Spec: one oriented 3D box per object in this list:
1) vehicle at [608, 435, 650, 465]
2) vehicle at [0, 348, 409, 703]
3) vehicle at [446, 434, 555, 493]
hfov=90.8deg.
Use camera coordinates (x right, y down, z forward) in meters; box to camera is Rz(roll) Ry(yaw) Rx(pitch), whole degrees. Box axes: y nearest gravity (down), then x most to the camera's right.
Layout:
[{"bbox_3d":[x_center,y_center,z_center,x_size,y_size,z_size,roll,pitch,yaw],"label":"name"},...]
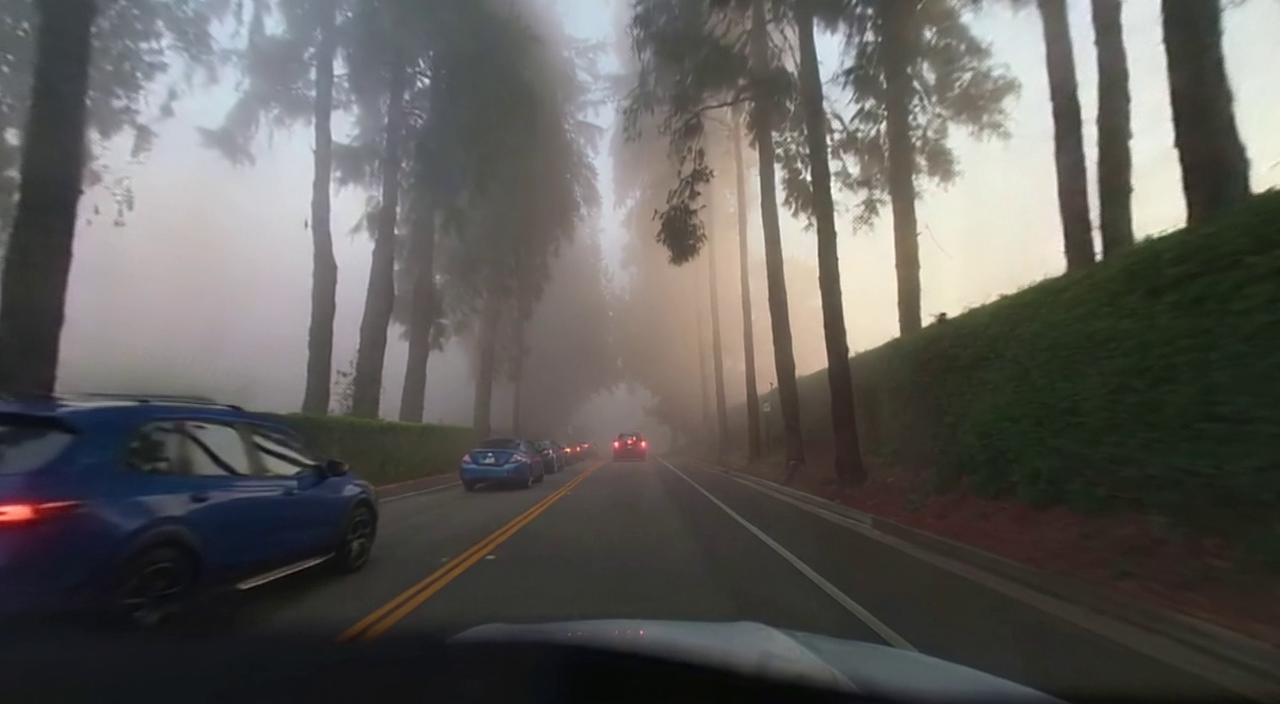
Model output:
[{"bbox_3d":[-0.593,5.338,34.483,2.127,1.517,4.090,0,-8,-1],"label":"vehicle"},{"bbox_3d":[-3.687,1.138,4.879,2.126,1.707,4.317,0,-8,0],"label":"vehicle"},{"bbox_3d":[-3.740,3.074,17.811,2.030,1.452,4.312,0,-8,1],"label":"vehicle"}]
